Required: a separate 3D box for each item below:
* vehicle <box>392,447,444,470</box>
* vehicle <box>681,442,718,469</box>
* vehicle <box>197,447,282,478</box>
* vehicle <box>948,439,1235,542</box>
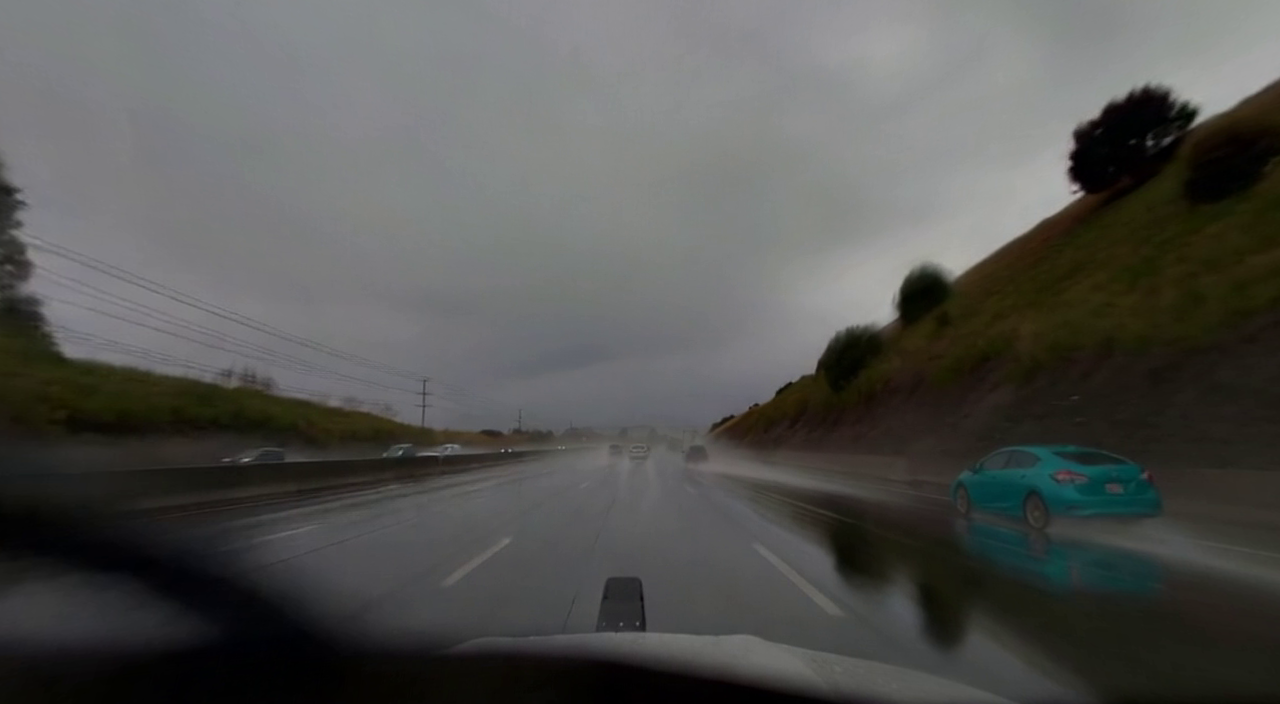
[{"bbox_3d":[-15.884,7.622,45.313,1.905,1.556,4.773,0,-9,2],"label":"vehicle"},{"bbox_3d":[4.108,7.209,44.137,2.159,1.782,4.673,0,-8,0],"label":"vehicle"},{"bbox_3d":[-23.520,6.464,37.191,1.962,1.642,4.490,0,-8,1],"label":"vehicle"},{"bbox_3d":[8.103,2.489,12.097,1.970,1.545,4.818,0,-8,0],"label":"vehicle"}]
